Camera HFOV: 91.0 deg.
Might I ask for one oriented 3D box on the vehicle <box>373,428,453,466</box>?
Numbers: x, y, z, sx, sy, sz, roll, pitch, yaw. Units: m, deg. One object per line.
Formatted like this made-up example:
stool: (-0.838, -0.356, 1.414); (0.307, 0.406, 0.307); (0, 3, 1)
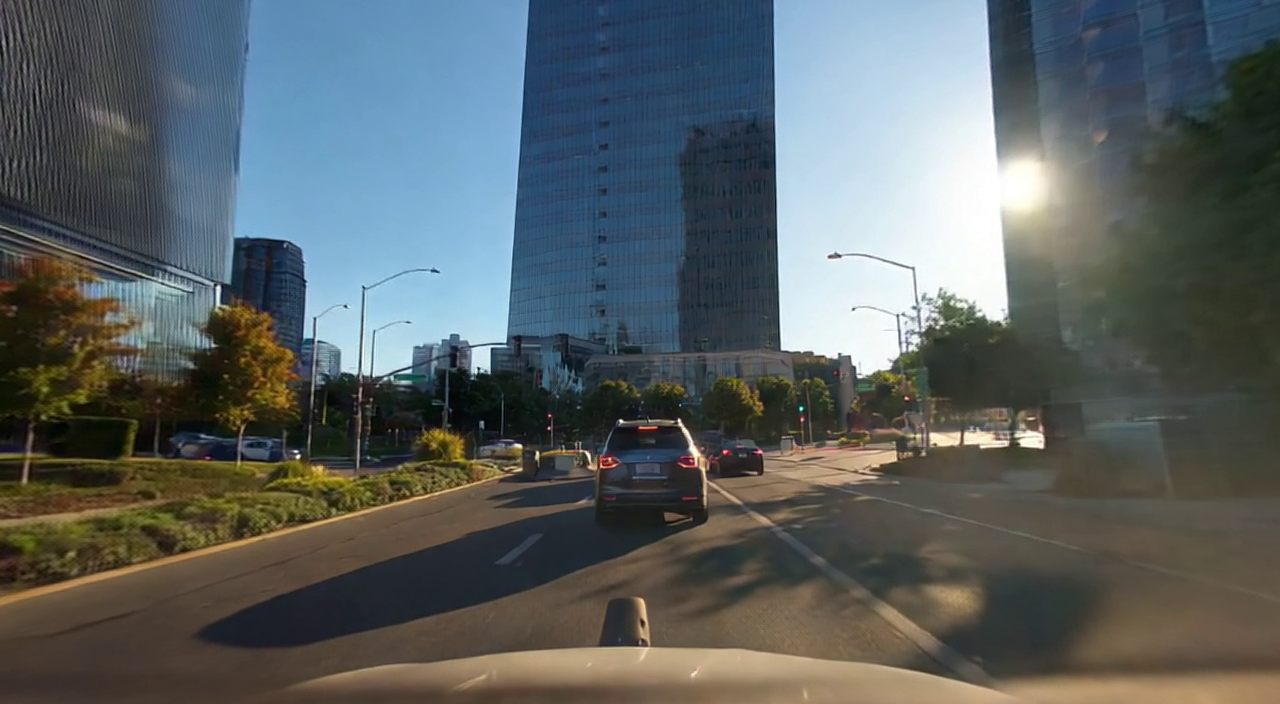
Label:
vehicle: (-15.310, 6.346, 42.197); (2.717, 2.310, 6.448); (8, -11, -41)

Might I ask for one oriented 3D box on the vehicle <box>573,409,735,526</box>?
vehicle: (0.237, 2.219, 12.518); (2.601, 1.878, 4.535); (0, -9, 0)
